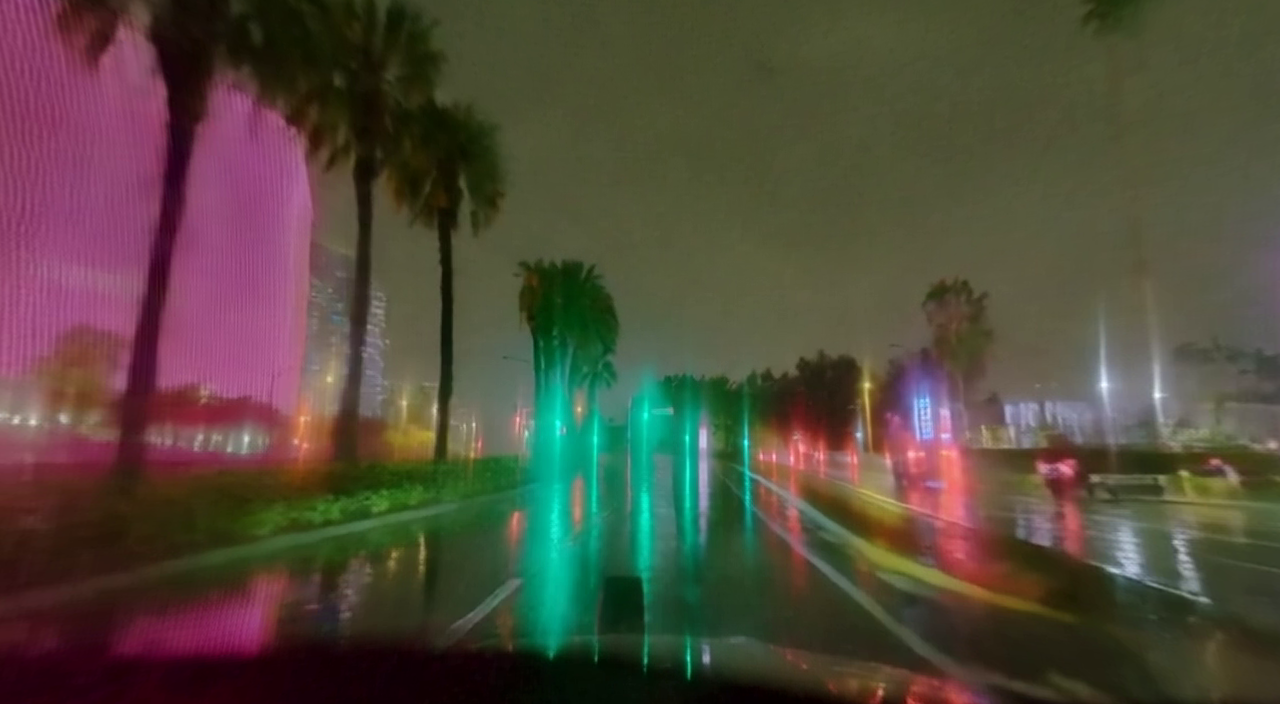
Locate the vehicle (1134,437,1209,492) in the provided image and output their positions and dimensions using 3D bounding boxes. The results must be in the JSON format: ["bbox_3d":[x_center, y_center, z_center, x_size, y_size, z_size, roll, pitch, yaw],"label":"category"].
[{"bbox_3d":[30.769,6.612,36.619,2.645,2.817,3.475,-10,-17,33],"label":"vehicle"}]

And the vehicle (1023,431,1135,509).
[{"bbox_3d":[14.031,3.759,20.258,2.219,2.342,1.744,-1,-9,6],"label":"vehicle"}]

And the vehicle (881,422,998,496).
[{"bbox_3d":[9.598,3.403,20.403,1.813,2.150,3.038,4,-7,-16],"label":"vehicle"}]
